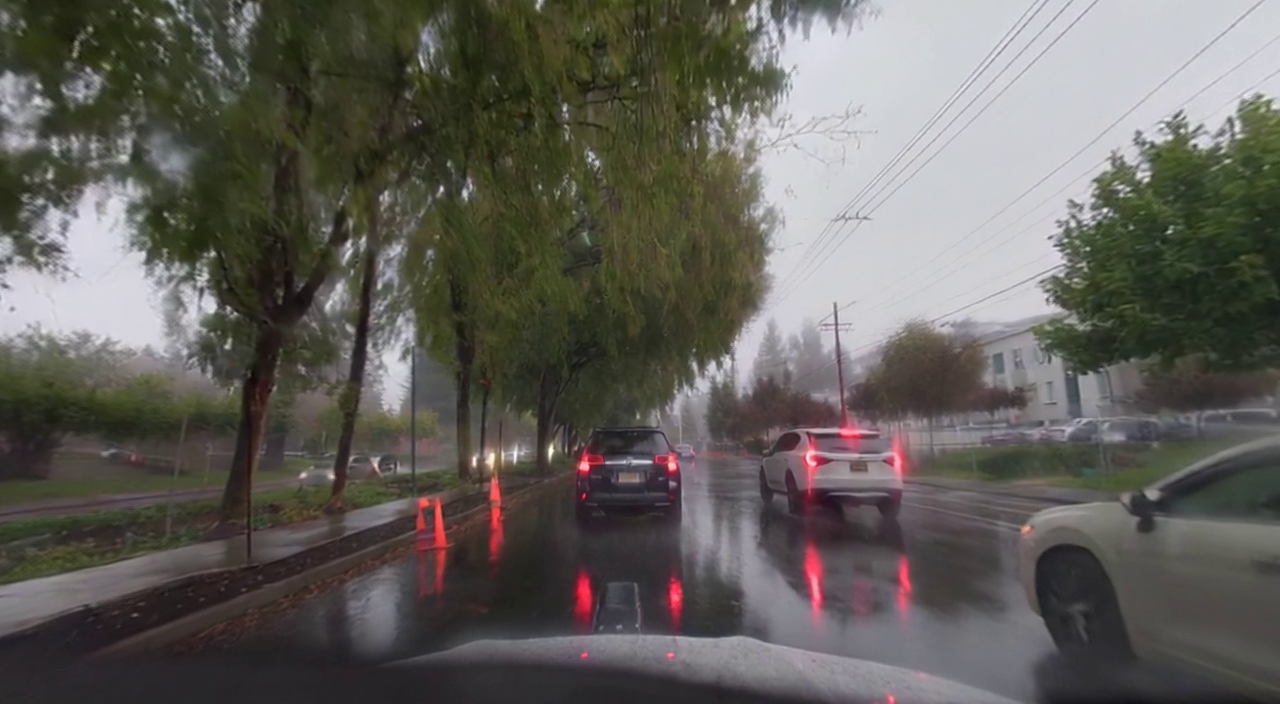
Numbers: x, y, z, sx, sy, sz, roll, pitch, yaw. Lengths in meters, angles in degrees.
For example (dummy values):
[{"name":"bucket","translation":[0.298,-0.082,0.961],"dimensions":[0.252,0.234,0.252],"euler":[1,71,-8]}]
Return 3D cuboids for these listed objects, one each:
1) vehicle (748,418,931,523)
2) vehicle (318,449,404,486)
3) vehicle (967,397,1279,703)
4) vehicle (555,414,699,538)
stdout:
[{"name":"vehicle","translation":[3.788,2.341,13.076],"dimensions":[2.116,1.726,4.672],"euler":[0,-8,-2]},{"name":"vehicle","translation":[-12.345,5.119,28.282],"dimensions":[1.836,1.451,4.456],"euler":[0,-8,0]},{"name":"vehicle","translation":[3.425,0.891,2.331],"dimensions":[1.977,1.460,4.565],"euler":[0,-8,0]},{"name":"vehicle","translation":[-0.238,2.062,11.107],"dimensions":[2.050,1.745,3.915],"euler":[0,-8,-1]}]
